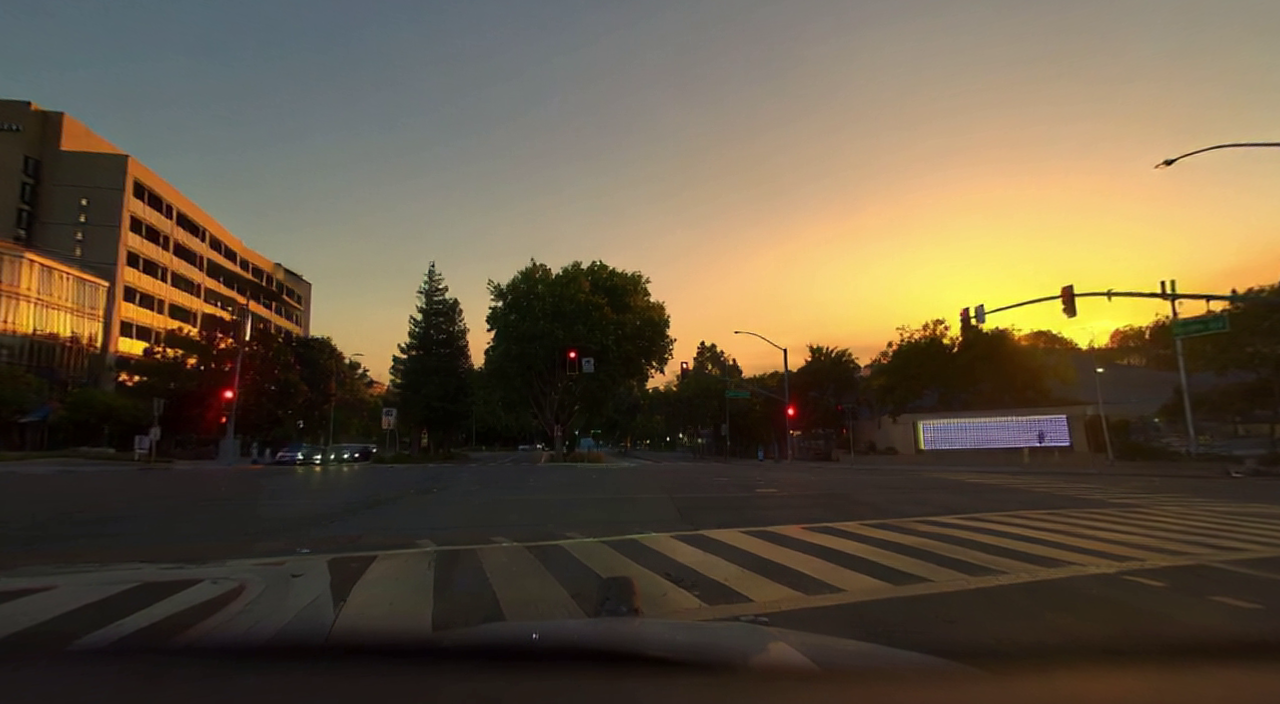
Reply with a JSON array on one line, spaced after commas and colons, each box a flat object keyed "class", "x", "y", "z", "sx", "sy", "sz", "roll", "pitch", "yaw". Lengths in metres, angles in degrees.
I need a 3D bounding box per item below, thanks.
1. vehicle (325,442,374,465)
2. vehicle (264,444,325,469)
[{"class": "vehicle", "x": -22.441, "y": 7.856, "z": 49.007, "sx": 2.023, "sy": 1.706, "sz": 4.756, "roll": 1, "pitch": -9, "yaw": -6}, {"class": "vehicle", "x": -21.860, "y": 6.595, "z": 40.151, "sx": 2.005, "sy": 1.496, "sz": 4.020, "roll": 1, "pitch": -9, "yaw": -6}]
